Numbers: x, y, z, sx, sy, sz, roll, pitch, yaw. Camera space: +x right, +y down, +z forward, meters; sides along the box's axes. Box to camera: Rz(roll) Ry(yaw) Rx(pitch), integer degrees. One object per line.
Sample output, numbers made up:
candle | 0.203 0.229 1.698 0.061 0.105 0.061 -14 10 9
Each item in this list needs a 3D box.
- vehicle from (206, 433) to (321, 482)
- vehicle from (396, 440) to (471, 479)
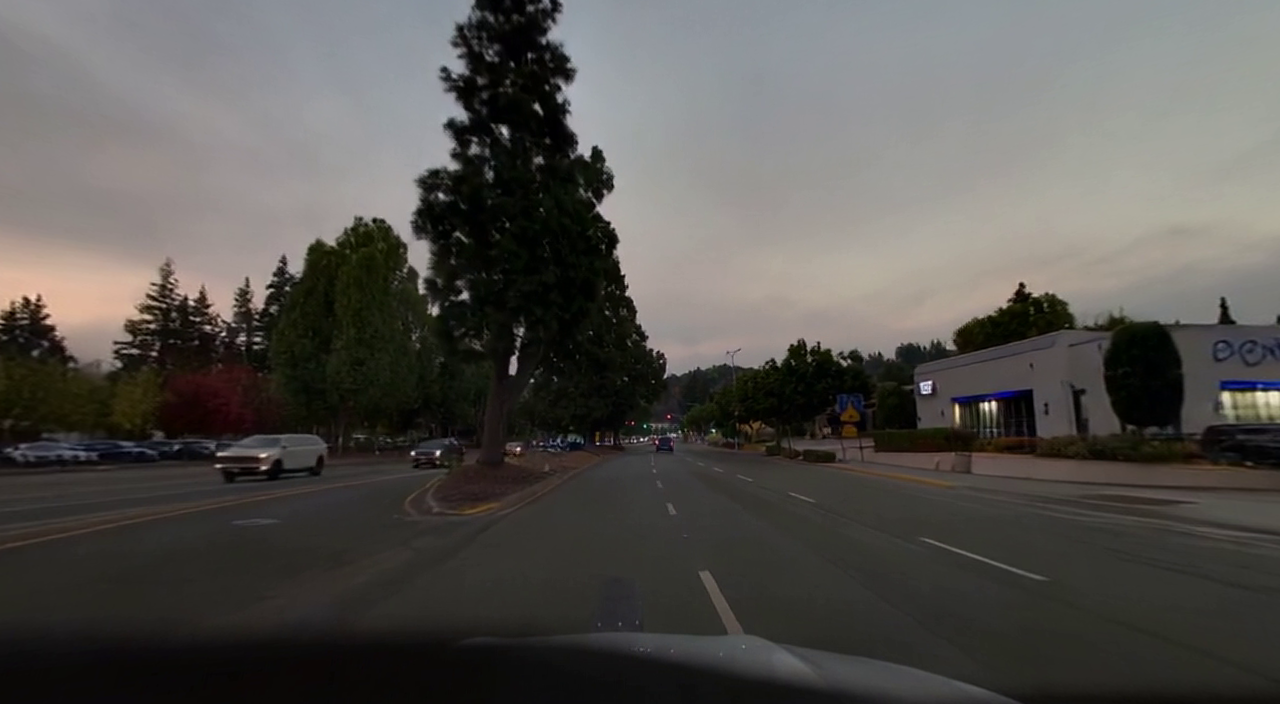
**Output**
vehicle | -15.161 4.263 25.763 1.924 1.767 4.397 0 -8 0
vehicle | -8.896 4.633 27.573 2.107 1.560 3.955 0 -8 -3
